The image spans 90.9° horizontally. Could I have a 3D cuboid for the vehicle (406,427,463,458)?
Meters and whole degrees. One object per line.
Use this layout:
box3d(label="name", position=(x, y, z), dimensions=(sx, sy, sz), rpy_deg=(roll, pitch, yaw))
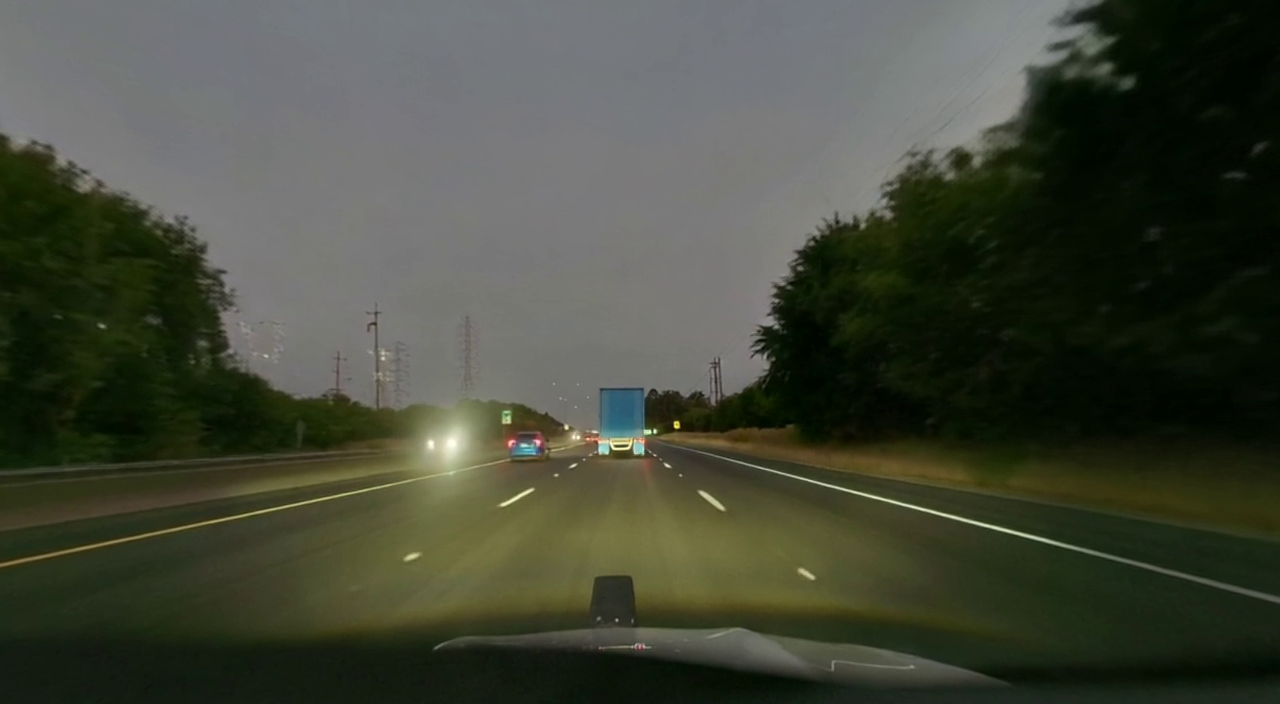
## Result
box3d(label="vehicle", position=(-13.073, 5.805, 40.481), dimensions=(2.155, 1.864, 4.737), rpy_deg=(0, -8, -1))

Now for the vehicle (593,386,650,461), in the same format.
box3d(label="vehicle", position=(-1.100, 4.357, 37.633), dimensions=(2.955, 3.851, 9.915), rpy_deg=(0, -8, -2))

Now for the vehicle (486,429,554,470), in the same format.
box3d(label="vehicle", position=(-5.128, 4.200, 27.567), dimensions=(2.117, 1.618, 4.480), rpy_deg=(0, -8, 0))
